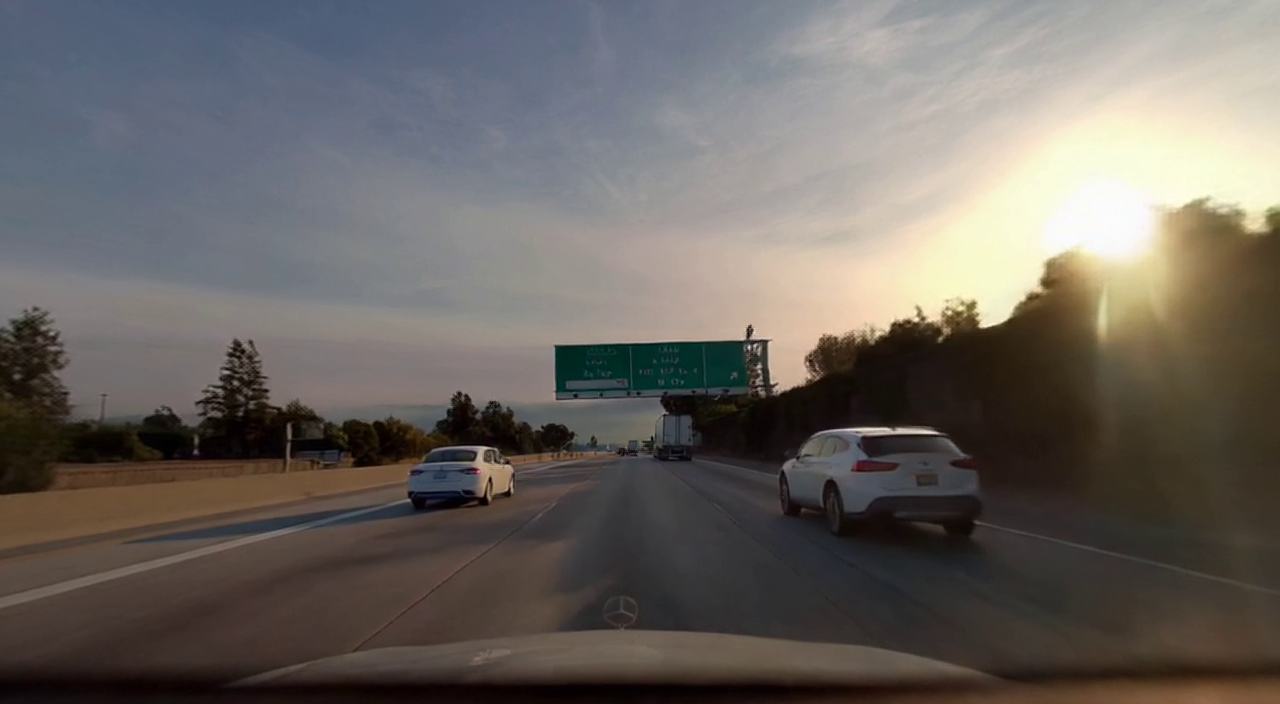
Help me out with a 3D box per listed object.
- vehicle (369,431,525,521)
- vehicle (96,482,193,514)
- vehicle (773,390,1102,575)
[{"bbox_3d":[-3.921,2.596,13.853,1.903,1.607,4.770,0,-8,0],"label":"vehicle"},{"bbox_3d":[-28.982,8.533,37.168,1.938,1.481,4.729,0,-8,0],"label":"vehicle"},{"bbox_3d":[3.342,1.581,8.374,2.065,1.760,4.488,0,-8,-1],"label":"vehicle"}]
